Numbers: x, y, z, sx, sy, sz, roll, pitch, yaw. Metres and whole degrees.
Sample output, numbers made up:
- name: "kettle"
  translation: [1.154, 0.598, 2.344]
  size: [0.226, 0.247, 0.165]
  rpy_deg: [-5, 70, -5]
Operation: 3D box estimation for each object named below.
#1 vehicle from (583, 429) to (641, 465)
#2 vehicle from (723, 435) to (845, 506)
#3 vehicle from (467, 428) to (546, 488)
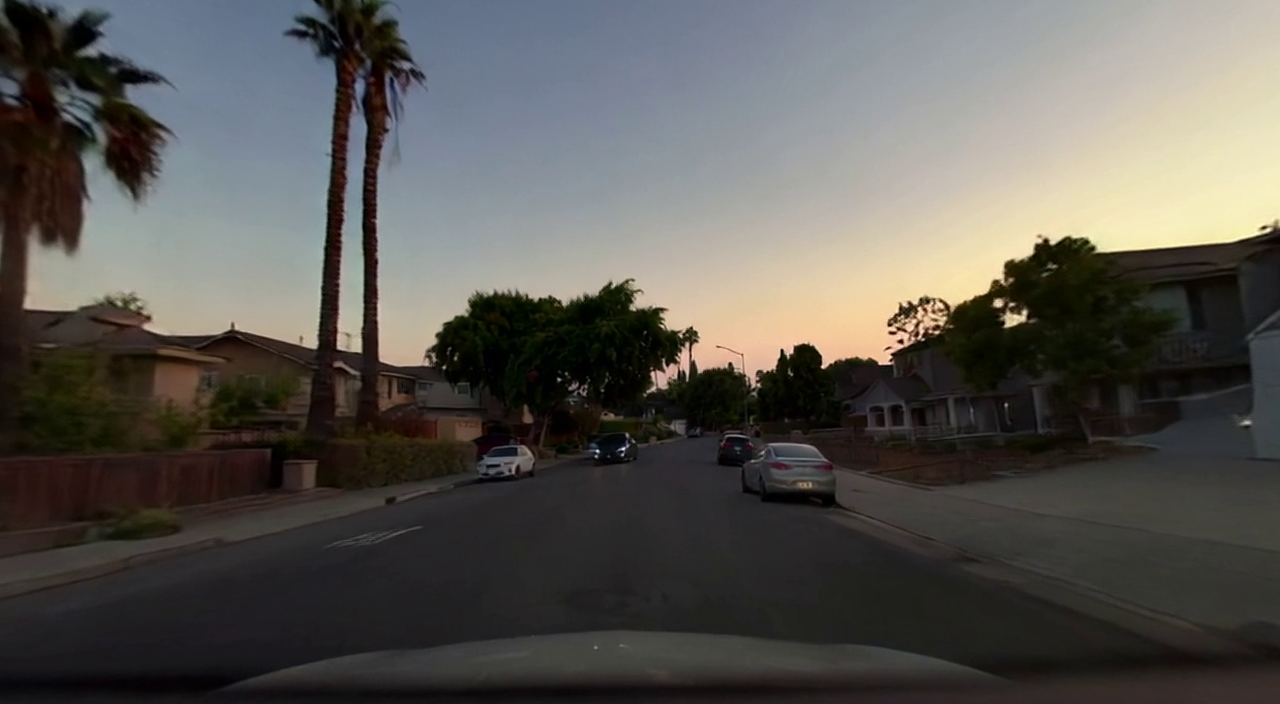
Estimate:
- name: "vehicle"
  translation: [-1.464, 5.268, 34.931]
  size: [2.305, 1.781, 4.834]
  rpy_deg: [-2, -8, 8]
- name: "vehicle"
  translation: [3.362, 2.840, 15.585]
  size: [1.942, 1.465, 4.123]
  rpy_deg: [-1, -8, -1]
- name: "vehicle"
  translation: [-5.990, 4.982, 28.965]
  size: [2.053, 1.713, 4.850]
  rpy_deg: [-4, -21, 6]
